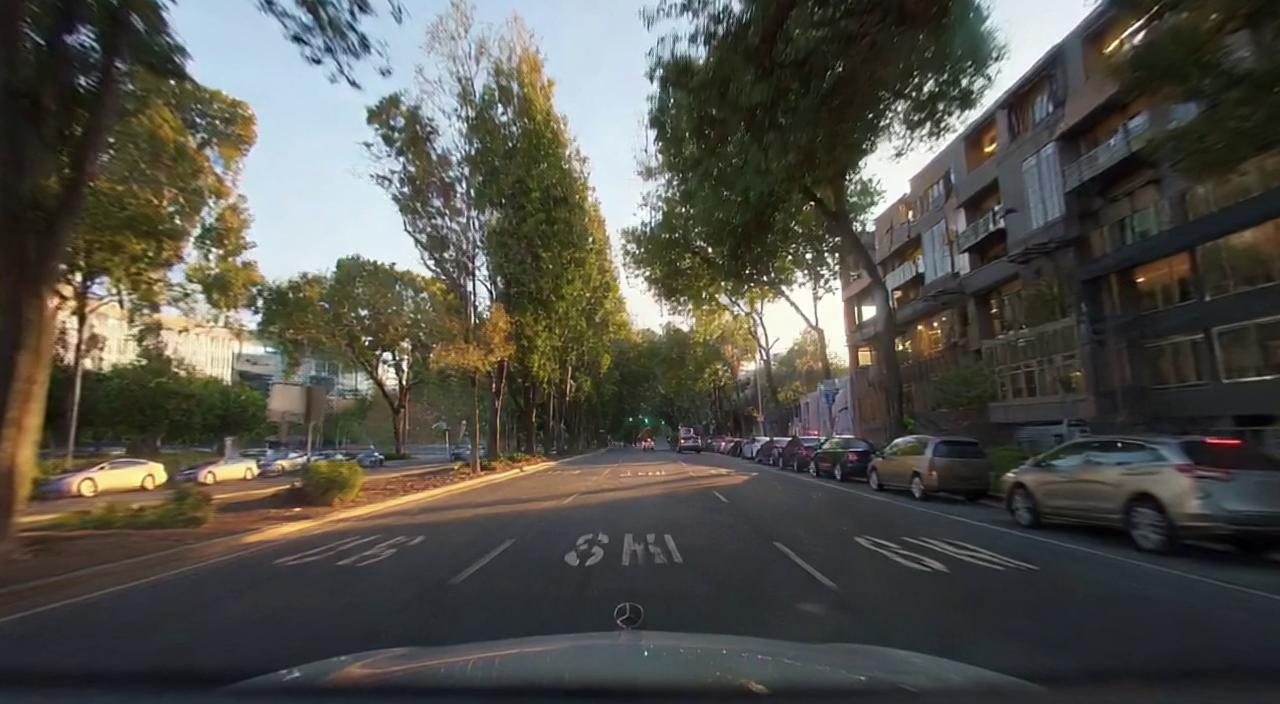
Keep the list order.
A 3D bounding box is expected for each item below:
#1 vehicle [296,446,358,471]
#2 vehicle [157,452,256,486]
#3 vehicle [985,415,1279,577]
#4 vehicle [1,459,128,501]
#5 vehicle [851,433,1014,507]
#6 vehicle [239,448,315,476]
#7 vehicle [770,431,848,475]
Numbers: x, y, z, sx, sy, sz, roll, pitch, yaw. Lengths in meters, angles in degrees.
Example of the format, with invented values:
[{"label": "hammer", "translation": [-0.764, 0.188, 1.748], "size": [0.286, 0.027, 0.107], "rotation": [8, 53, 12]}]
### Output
[{"label": "vehicle", "translation": [-21.890, 7.454, 44.363], "size": [1.827, 1.518, 4.870], "rotation": [-3, -9, 1]}, {"label": "vehicle", "translation": [-22.117, 5.944, 32.426], "size": [1.795, 1.415, 4.664], "rotation": [-5, -9, 0]}, {"label": "vehicle", "translation": [6.978, 1.790, 8.687], "size": [1.877, 1.630, 4.390], "rotation": [0, -8, -1]}, {"label": "vehicle", "translation": [-22.102, 4.888, 24.380], "size": [1.842, 1.312, 3.209], "rotation": [-3, -9, 1]}, {"label": "vehicle", "translation": [7.051, 2.871, 15.841], "size": [1.964, 1.559, 4.533], "rotation": [-1, -8, 1]}, {"label": "vehicle", "translation": [-22.189, 6.695, 38.733], "size": [1.990, 1.525, 4.387], "rotation": [-3, -9, 1]}, {"label": "vehicle", "translation": [7.086, 4.301, 27.025], "size": [1.963, 1.701, 5.028], "rotation": [-1, -8, 1]}]
